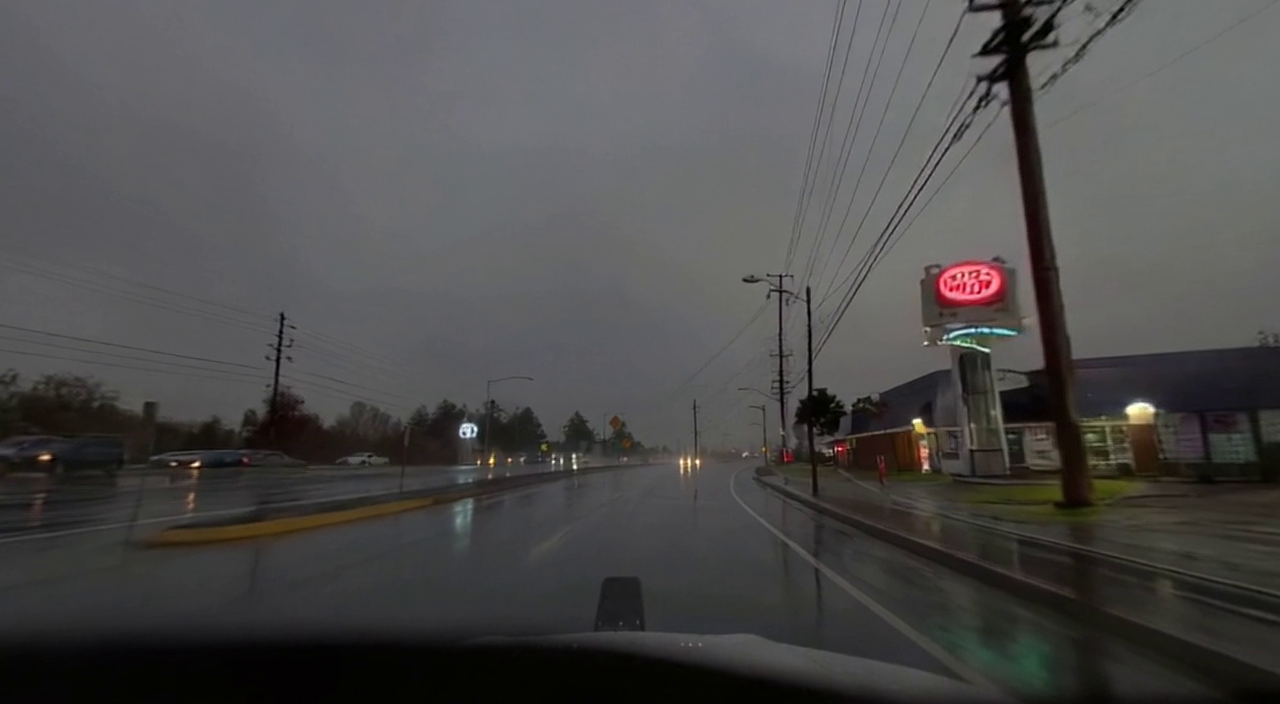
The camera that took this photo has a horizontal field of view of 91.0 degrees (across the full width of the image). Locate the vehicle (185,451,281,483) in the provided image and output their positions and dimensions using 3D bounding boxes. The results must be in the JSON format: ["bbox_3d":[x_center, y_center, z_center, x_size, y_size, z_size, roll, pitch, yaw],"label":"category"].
[{"bbox_3d":[-21.452,6.015,33.219,4.147,1.562,1.805,-2,-9,16],"label":"vehicle"}]

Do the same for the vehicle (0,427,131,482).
[{"bbox_3d":[-23.746,4.099,25.080,5.785,2.002,2.241,-4,-9,14],"label":"vehicle"}]
